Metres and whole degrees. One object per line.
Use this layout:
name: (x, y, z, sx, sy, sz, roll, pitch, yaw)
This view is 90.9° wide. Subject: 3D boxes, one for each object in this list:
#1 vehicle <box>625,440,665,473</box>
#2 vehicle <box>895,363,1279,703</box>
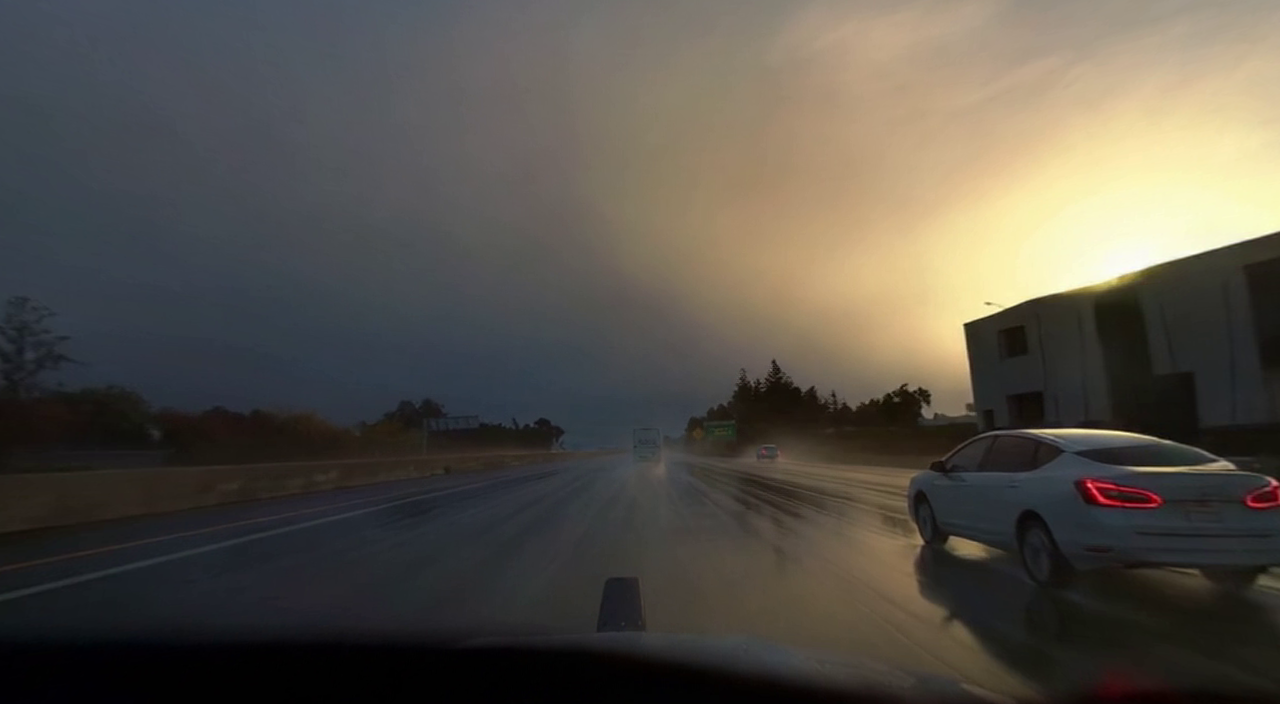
vehicle: (0.256, 5.682, 34.410, 2.015, 1.639, 4.086, 0, -9, 0)
vehicle: (4.024, 1.158, 4.867, 2.008, 1.595, 5.082, 0, -9, 1)
